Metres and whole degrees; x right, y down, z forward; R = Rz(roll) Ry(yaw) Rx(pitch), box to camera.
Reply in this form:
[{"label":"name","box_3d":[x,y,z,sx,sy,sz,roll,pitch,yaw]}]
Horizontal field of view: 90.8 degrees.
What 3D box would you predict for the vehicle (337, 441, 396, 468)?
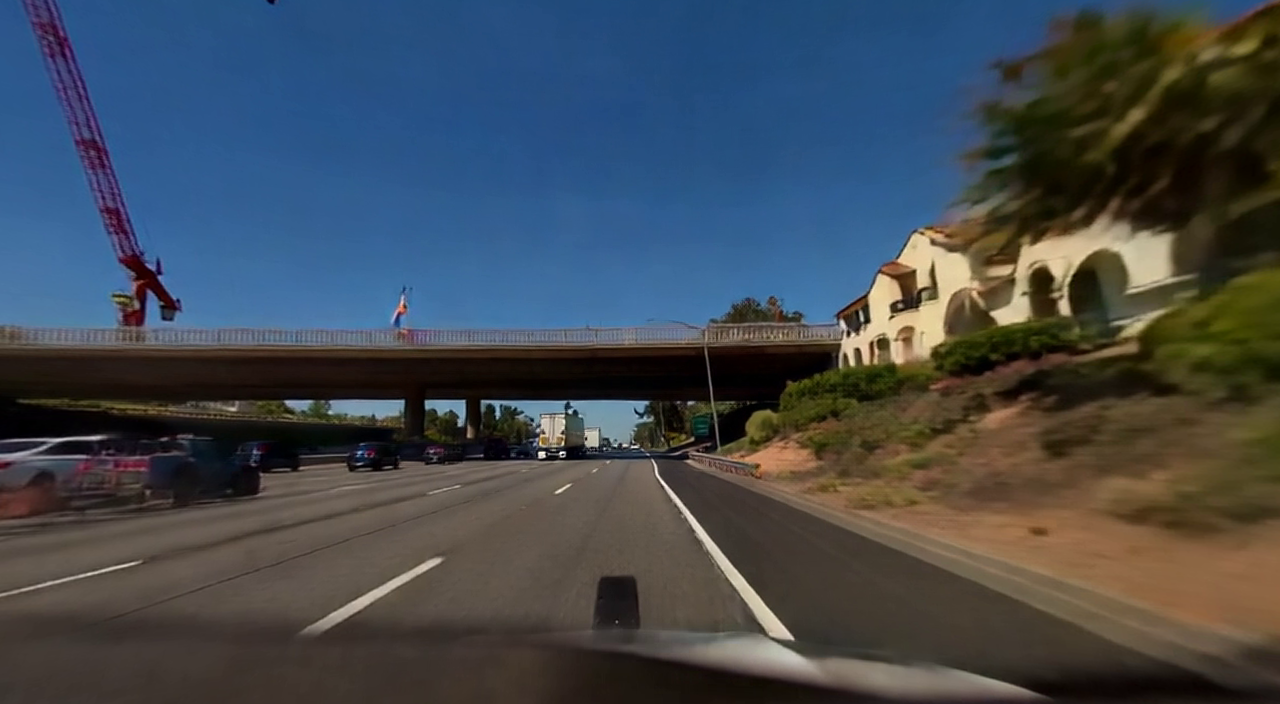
[{"label":"vehicle","box_3d":[-18.608,6.981,43.194,1.932,1.752,4.541,0,-9,0]}]
